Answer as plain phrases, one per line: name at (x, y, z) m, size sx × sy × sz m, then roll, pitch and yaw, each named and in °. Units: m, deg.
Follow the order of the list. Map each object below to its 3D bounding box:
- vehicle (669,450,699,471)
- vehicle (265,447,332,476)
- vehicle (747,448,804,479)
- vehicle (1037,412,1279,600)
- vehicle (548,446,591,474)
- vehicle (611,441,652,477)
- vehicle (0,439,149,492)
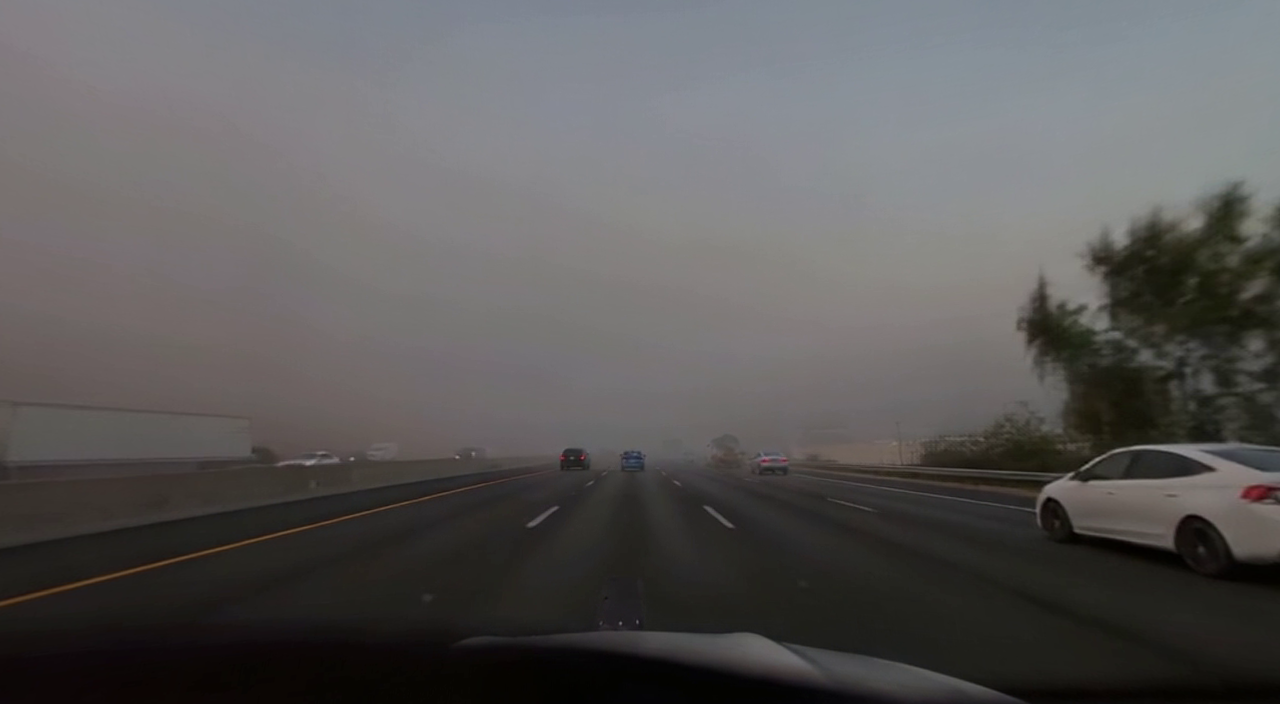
vehicle at (3.074, 7.662, 44.712) m, size 1.816 × 1.353 × 3.809 m, roll 0°, pitch -9°, yaw -1°
vehicle at (-17.892, 5.740, 33.240) m, size 1.591 × 1.409 × 3.326 m, roll 0°, pitch -9°, yaw 0°
vehicle at (6.810, 5.632, 32.196) m, size 1.879 × 1.428 × 4.402 m, roll 0°, pitch -9°, yaw -1°
vehicle at (6.700, 1.570, 6.903) m, size 1.944 × 1.666 × 4.184 m, roll 0°, pitch -9°, yaw 0°
vehicle at (-4.307, 6.663, 39.354) m, size 2.126 × 1.631 × 4.643 m, roll 0°, pitch -9°, yaw 1°
vehicle at (-0.405, 5.609, 33.356) m, size 2.002 × 1.759 × 4.658 m, roll 0°, pitch -9°, yaw 0°
vehicle at (-17.881, 3.539, 20.000) m, size 1.687 × 1.511 × 3.610 m, roll 0°, pitch -9°, yaw 0°
